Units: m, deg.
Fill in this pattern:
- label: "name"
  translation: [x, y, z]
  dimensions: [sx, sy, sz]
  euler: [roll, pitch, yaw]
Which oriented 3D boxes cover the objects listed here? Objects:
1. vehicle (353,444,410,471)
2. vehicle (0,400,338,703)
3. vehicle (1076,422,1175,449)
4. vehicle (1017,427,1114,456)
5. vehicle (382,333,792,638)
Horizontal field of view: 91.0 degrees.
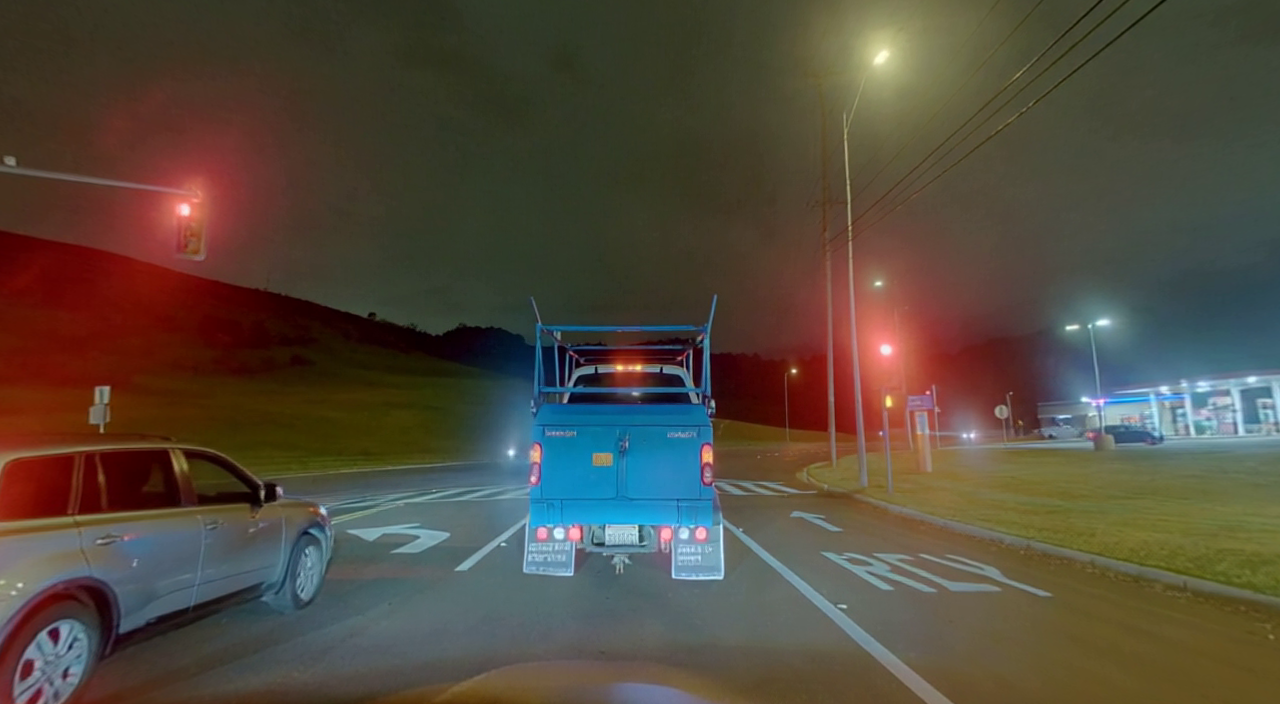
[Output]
- label: "vehicle"
  translation: [-17.121, 7.014, 41.920]
  dimensions: [2.133, 1.690, 4.331]
  euler: [0, -9, -3]
- label: "vehicle"
  translation: [-3.959, 1.190, 3.988]
  dimensions: [2.017, 1.555, 4.150]
  euler: [-1, -9, 0]
- label: "vehicle"
  translation: [33.509, 5.813, 43.557]
  dimensions: [2.012, 1.757, 5.021]
  euler: [7, -11, -39]
- label: "vehicle"
  translation: [25.562, 5.398, 37.938]
  dimensions: [4.419, 1.496, 1.854]
  euler: [-2, -9, 1]
- label: "vehicle"
  translation: [-0.422, 1.325, 7.216]
  dimensions: [2.859, 2.144, 5.406]
  euler: [0, -9, -1]
